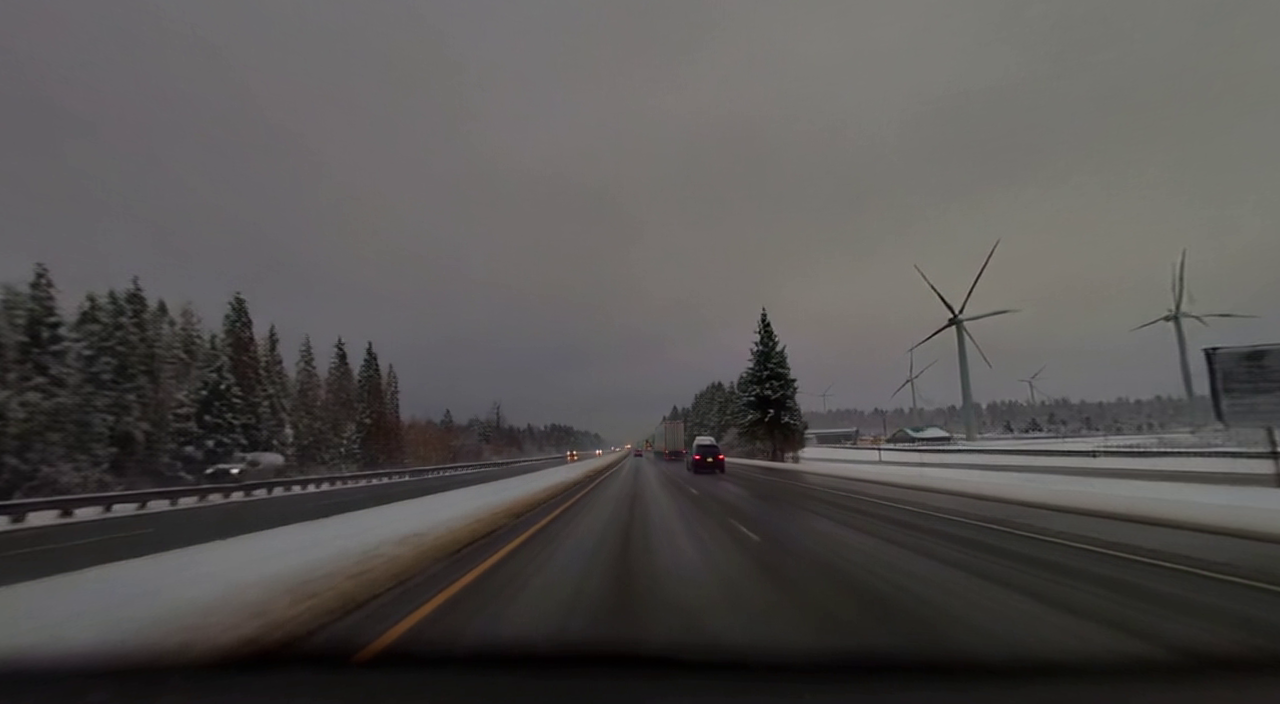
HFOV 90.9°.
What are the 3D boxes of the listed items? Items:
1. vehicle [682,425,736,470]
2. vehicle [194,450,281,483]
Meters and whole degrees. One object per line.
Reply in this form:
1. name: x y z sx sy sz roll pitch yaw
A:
1. vehicle: 4.267 6.058 39.872 2.609 2.648 5.397 0 -9 -2
2. vehicle: -25.761 7.313 40.618 2.071 1.956 5.251 0 -9 1
